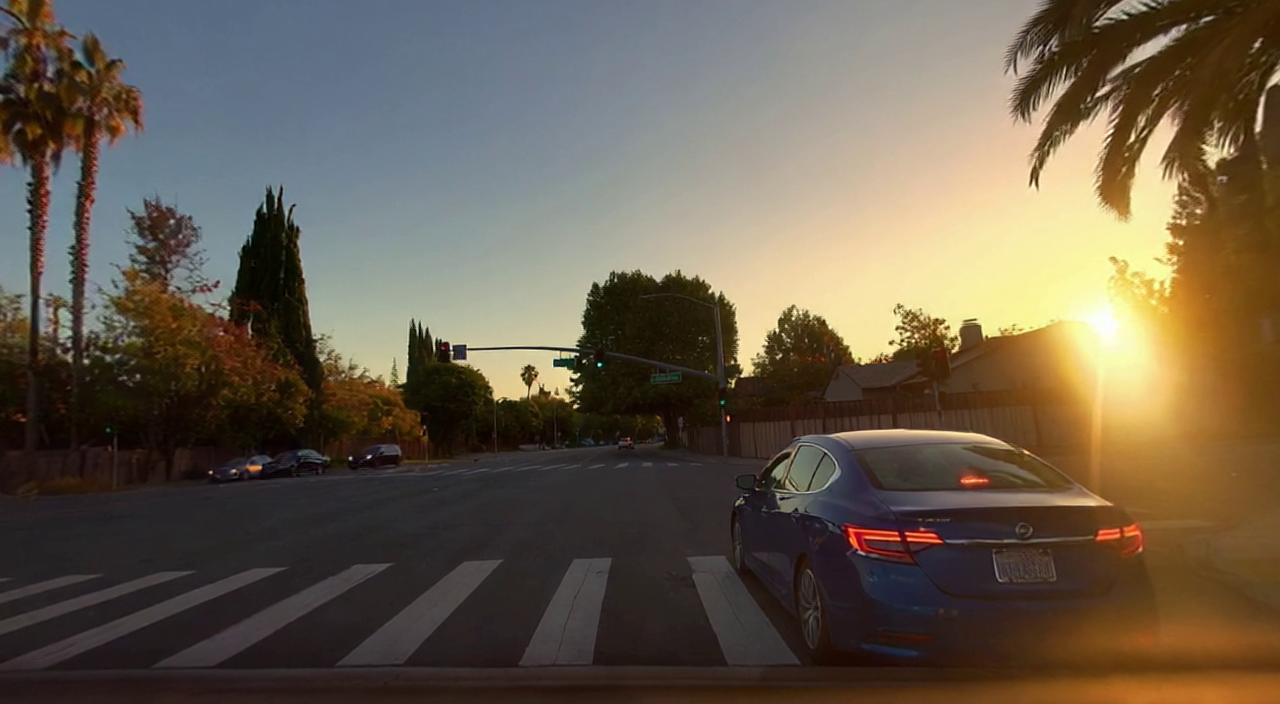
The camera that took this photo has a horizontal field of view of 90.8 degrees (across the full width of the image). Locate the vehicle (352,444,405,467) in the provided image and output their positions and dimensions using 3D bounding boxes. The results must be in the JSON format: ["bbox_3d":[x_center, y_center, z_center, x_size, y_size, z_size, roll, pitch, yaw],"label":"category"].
[{"bbox_3d":[-19.870,7.910,48.266,1.929,1.644,4.763,0,-9,0],"label":"vehicle"}]

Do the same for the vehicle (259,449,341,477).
[{"bbox_3d":[-20.038,6.524,37.517,2.084,1.528,4.778,0,-9,1],"label":"vehicle"}]

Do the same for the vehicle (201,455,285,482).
[{"bbox_3d":[-24.116,7.069,38.591,2.019,1.427,4.630,0,-9,2],"label":"vehicle"}]
